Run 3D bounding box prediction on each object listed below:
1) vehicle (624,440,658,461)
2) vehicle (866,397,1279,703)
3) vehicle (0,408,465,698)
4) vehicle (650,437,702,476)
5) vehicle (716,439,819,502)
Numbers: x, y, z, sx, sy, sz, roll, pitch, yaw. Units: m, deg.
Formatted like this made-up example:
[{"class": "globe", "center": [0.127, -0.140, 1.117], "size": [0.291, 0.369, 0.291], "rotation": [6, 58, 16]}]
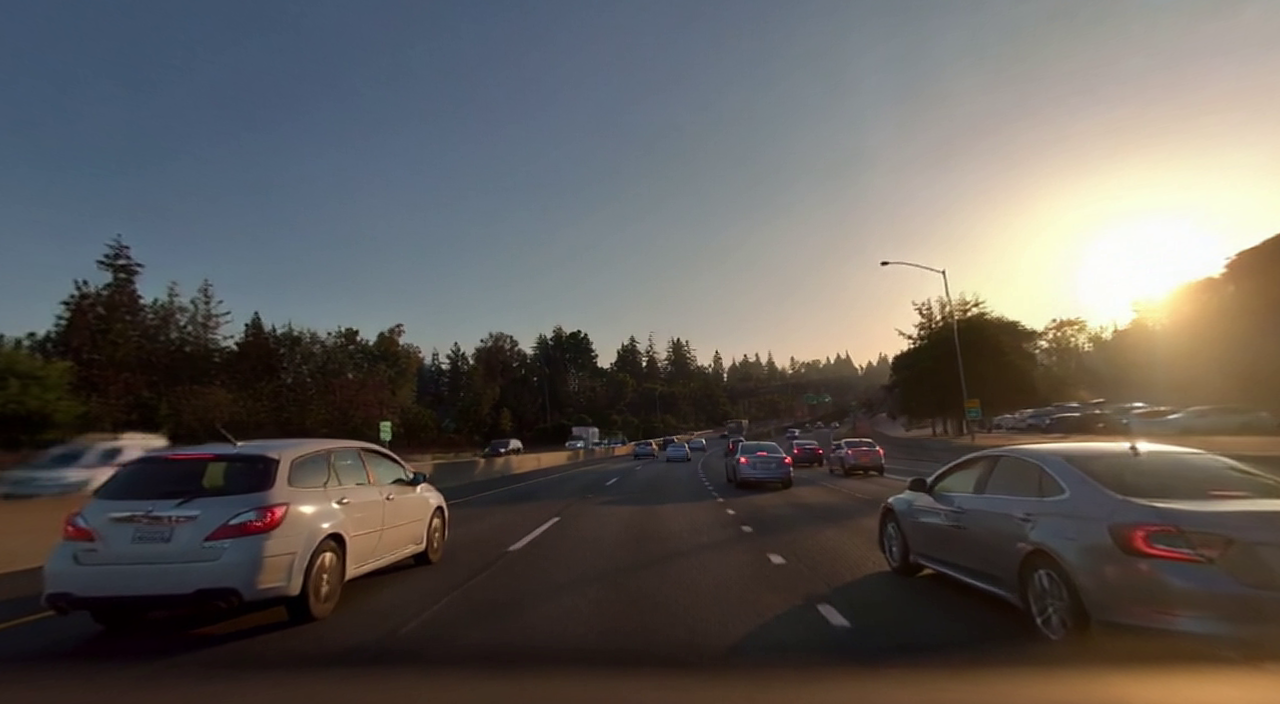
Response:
[{"class": "vehicle", "center": [0.123, 7.436, 47.502], "size": [2.059, 1.516, 4.236], "rotation": [-1, -9, 7]}, {"class": "vehicle", "center": [3.424, 1.236, 4.391], "size": [2.014, 1.489, 4.696], "rotation": [0, -9, 1]}, {"class": "vehicle", "center": [-3.250, 1.438, 5.731], "size": [1.937, 1.558, 4.469], "rotation": [0, -9, 1]}, {"class": "vehicle", "center": [1.643, 4.718, 28.492], "size": [2.201, 1.614, 3.803], "rotation": [-1, -9, 4]}, {"class": "vehicle", "center": [3.346, 3.215, 17.505], "size": [2.009, 1.489, 4.559], "rotation": [0, -9, 1]}]
